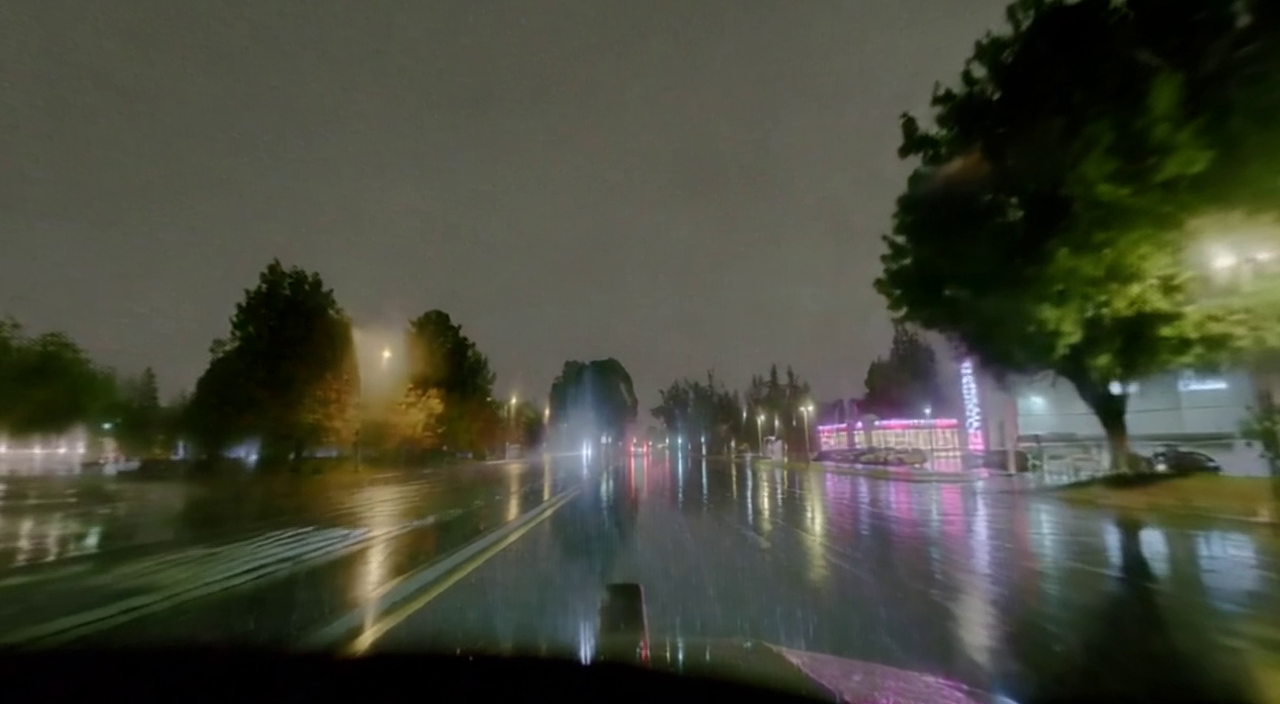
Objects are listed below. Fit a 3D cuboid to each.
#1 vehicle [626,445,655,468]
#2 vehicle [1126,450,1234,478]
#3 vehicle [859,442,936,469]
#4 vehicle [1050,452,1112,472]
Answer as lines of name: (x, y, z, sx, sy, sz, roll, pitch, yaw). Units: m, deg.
vehicle: (0.001, 7.917, 48.272, 2.095, 1.647, 4.205, 0, -8, 0)
vehicle: (31.724, 6.586, 37.350, 2.058, 1.498, 4.870, 0, -8, -1)
vehicle: (19.039, 7.686, 46.897, 4.739, 1.916, 2.136, 0, -8, 2)
vehicle: (34.647, 8.623, 49.729, 1.801, 1.425, 4.094, 0, -8, -2)
